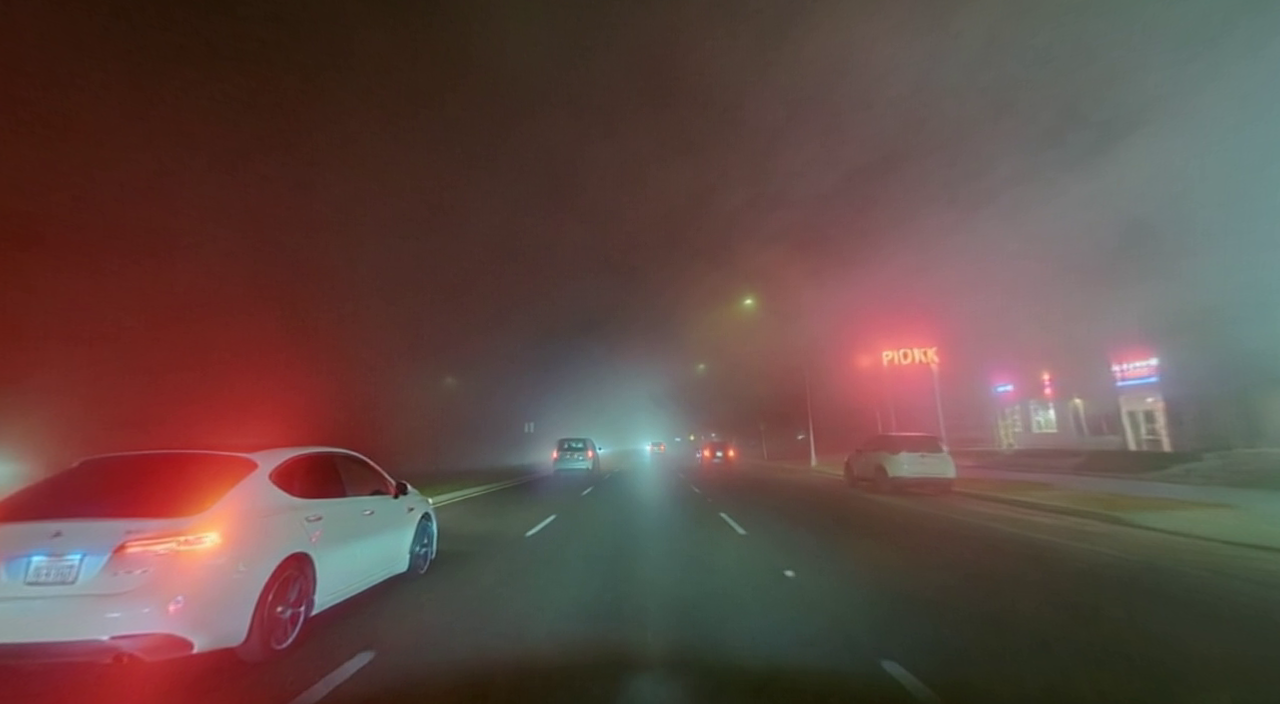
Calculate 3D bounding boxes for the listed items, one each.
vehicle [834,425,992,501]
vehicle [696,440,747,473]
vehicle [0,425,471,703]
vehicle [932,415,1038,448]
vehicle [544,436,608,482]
[{"bbox_3d":[7.323,3.035,17.651,2.198,1.788,4.941,0,-8,0],"label":"vehicle"},{"bbox_3d":[3.877,5.038,30.604,1.904,1.490,4.299,0,-8,0],"label":"vehicle"},{"bbox_3d":[-3.152,1.449,5.435,1.956,1.460,4.802,0,-8,1],"label":"vehicle"},{"bbox_3d":[21.227,4.943,38.932,5.166,1.870,2.317,0,-10,-2],"label":"vehicle"},{"bbox_3d":[-2.650,4.584,27.283,2.193,1.788,4.603,0,-8,1],"label":"vehicle"}]
